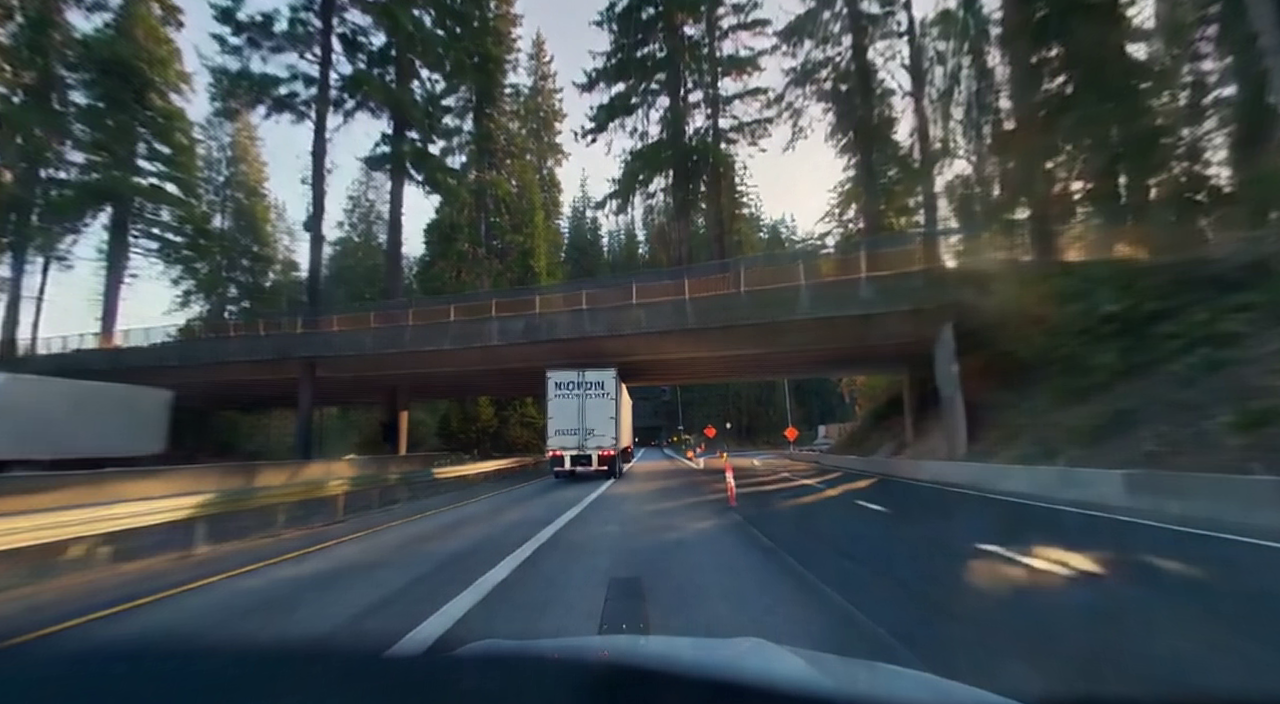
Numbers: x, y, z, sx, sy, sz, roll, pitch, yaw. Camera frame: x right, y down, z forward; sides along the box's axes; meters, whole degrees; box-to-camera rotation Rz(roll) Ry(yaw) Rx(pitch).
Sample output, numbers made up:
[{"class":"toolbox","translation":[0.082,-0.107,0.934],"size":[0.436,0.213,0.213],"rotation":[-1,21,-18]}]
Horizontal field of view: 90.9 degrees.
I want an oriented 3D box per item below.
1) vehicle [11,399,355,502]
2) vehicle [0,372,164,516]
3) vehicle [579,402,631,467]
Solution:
[{"class":"vehicle","translation":[-16.803,3.984,26.031],"size":[2.796,3.007,15.010],"rotation":[0,-8,1]},{"class":"vehicle","translation":[-16.914,2.335,15.996],"size":[2.971,3.438,8.346],"rotation":[0,-8,1]},{"class":"vehicle","translation":[-2.290,5.920,44.610],"size":[2.845,4.049,10.214],"rotation":[0,-9,1]}]
